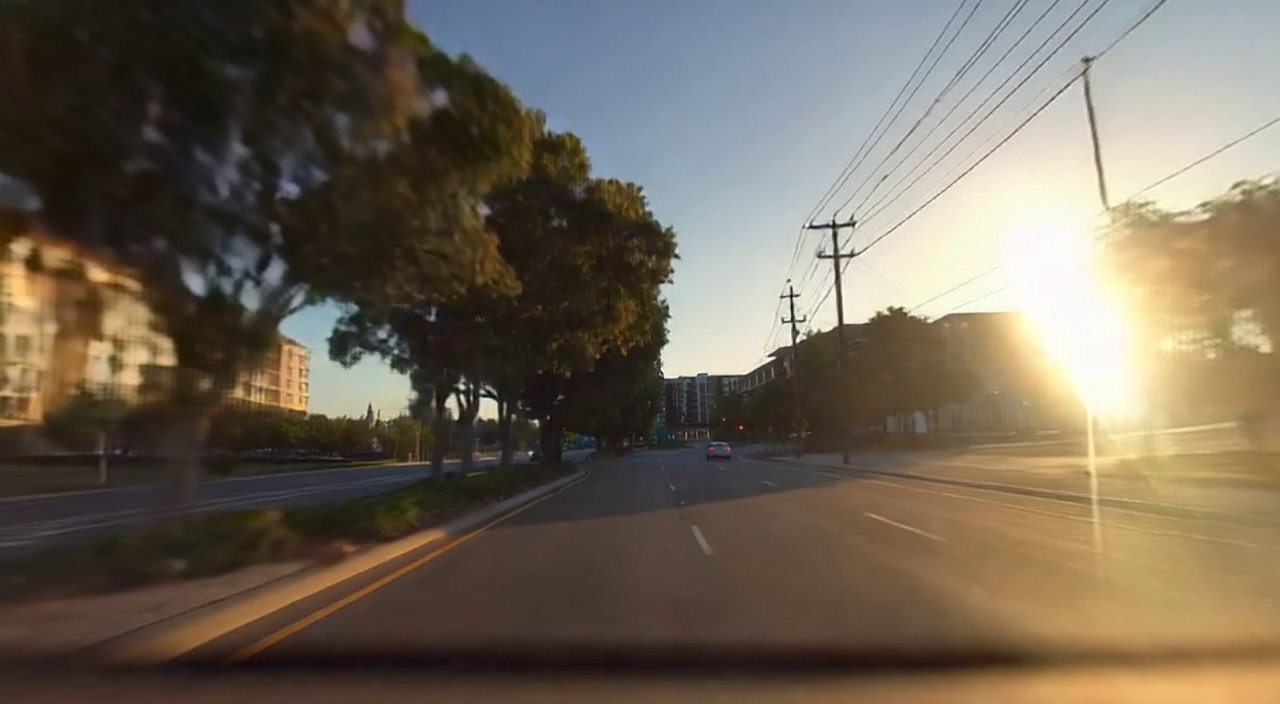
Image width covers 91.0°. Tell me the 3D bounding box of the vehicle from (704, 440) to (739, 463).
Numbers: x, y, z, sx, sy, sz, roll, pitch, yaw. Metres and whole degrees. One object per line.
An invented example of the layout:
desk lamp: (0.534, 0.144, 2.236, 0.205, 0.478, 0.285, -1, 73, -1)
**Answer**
vehicle: (5.704, 7.001, 44.344, 1.908, 1.476, 3.880, 0, -9, 0)
